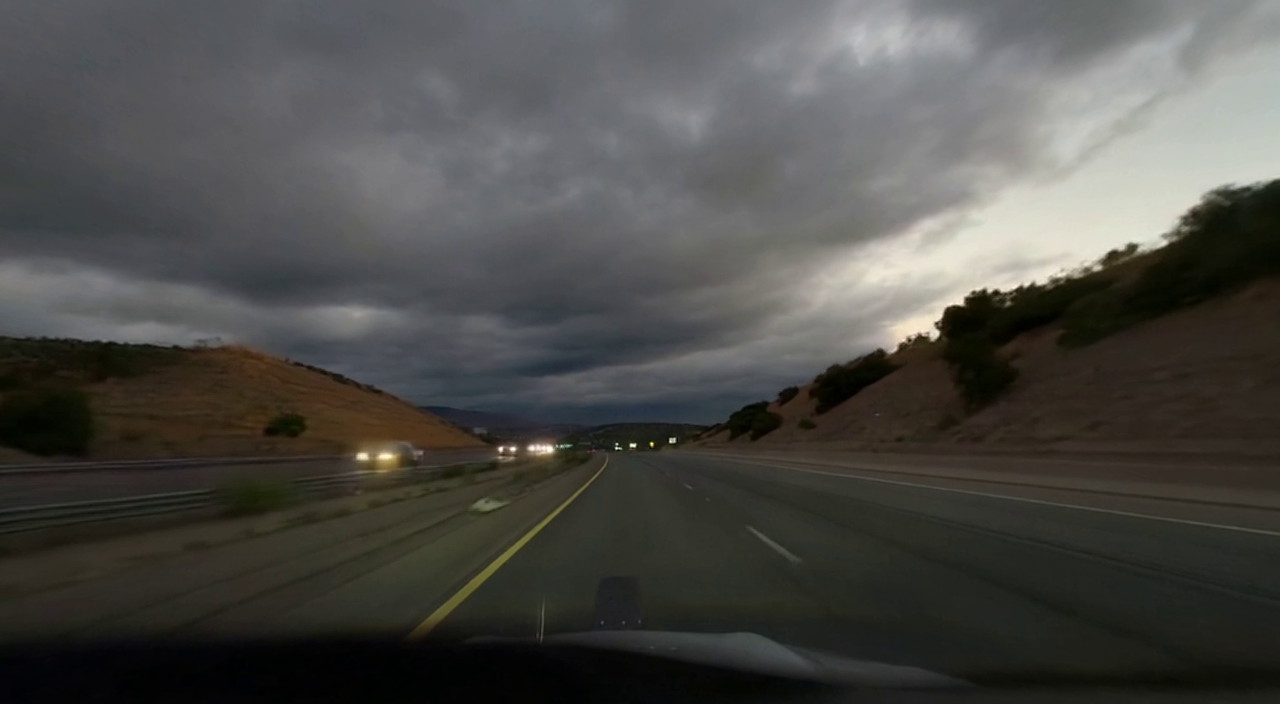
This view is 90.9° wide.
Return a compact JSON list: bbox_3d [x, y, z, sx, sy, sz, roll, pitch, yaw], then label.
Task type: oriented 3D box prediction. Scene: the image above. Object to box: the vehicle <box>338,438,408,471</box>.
[{"bbox_3d":[-15.107,5.800,35.987,2.008,1.721,4.625,0,-9,-1],"label":"vehicle"}]
